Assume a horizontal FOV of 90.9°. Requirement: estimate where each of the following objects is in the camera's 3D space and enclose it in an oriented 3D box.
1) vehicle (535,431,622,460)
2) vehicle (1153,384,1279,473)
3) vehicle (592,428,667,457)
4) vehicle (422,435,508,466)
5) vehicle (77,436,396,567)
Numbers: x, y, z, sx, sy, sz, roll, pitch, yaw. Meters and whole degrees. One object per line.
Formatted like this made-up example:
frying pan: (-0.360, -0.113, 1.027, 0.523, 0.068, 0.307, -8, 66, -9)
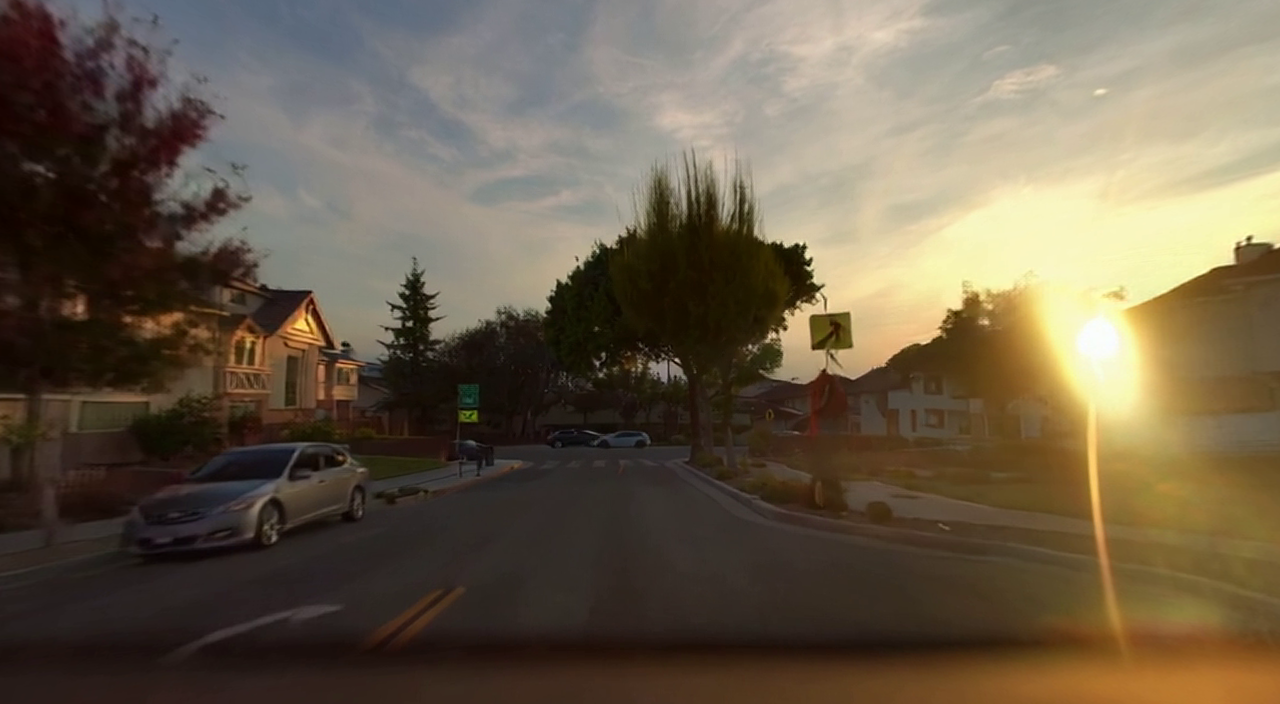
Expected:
vehicle: (-4.002, 6.056, 40.964, 5.181, 1.768, 2.139, 4, -9, -25)
vehicle: (14.171, 1.663, 13.649, 4.184, 1.817, 2.026, -4, -8, 23)
vehicle: (-0.791, 6.589, 46.115, 5.113, 2.048, 1.962, 3, -8, -24)
vehicle: (-10.207, 5.726, 36.718, 4.639, 1.700, 2.002, 2, -8, -18)
vehicle: (-5.397, 1.986, 9.261, 1.919, 1.464, 4.155, 0, -8, 0)
